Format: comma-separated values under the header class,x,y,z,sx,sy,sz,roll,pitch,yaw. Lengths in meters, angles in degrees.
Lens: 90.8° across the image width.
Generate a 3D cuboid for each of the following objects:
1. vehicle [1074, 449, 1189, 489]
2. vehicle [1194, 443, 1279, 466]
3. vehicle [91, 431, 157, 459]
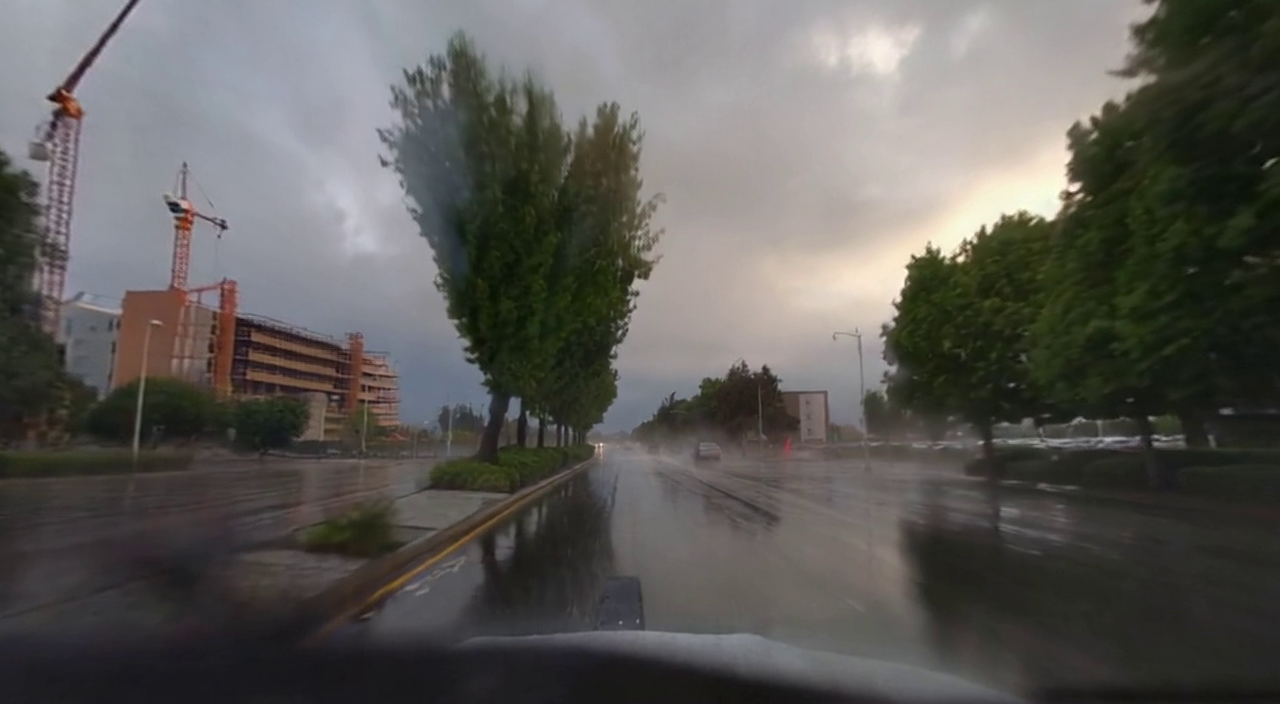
class,x,y,z,sx,sy,sz,roll,pitch,yaw
vehicle,27.016,6.421,35.002,2.394,1.893,4.807,2,-8,-3
vehicle,46.992,8.019,49.436,5.212,1.712,2.040,-8,-11,41
vehicle,-34.417,6.200,42.074,5.202,1.696,2.228,-7,-11,38
